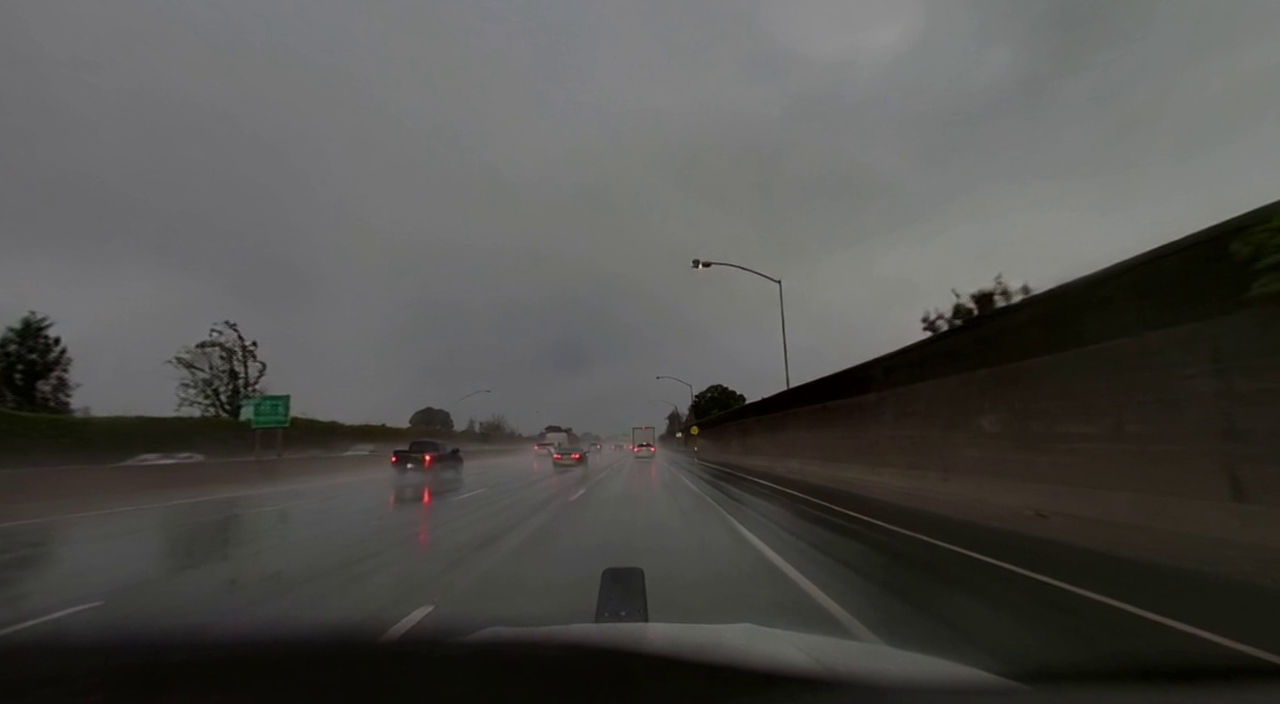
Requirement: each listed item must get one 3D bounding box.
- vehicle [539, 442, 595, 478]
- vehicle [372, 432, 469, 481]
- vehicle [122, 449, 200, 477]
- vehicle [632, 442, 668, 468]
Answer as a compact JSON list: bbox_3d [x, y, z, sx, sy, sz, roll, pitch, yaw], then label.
[{"bbox_3d":[-3.253,4.928,29.002,2.056,1.480,4.022,-1,-9,1],"label":"vehicle"},{"bbox_3d":[-9.960,4.800,29.304,2.339,2.018,5.790,-1,-9,1],"label":"vehicle"},{"bbox_3d":[-25.766,5.958,34.059,1.511,1.380,3.380,-1,-9,0],"label":"vehicle"},{"bbox_3d":[0.570,6.384,39.220,2.073,1.480,4.343,-1,-9,0],"label":"vehicle"}]
